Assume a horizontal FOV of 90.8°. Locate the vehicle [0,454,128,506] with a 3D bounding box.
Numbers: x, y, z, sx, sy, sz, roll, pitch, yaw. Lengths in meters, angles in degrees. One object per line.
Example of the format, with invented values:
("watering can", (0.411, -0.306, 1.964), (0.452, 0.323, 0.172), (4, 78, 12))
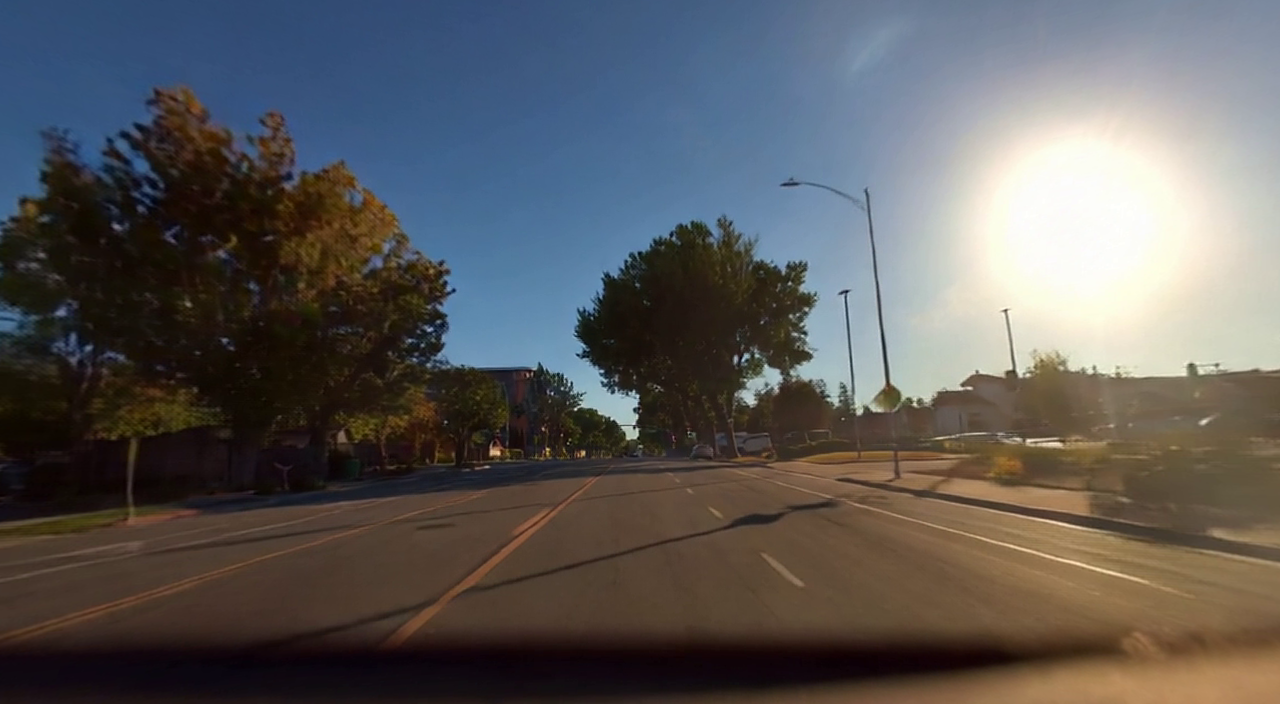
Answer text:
("vehicle", (-26.444, 5.535, 27.352), (6.500, 1.985, 2.363), (5, -10, -38))
